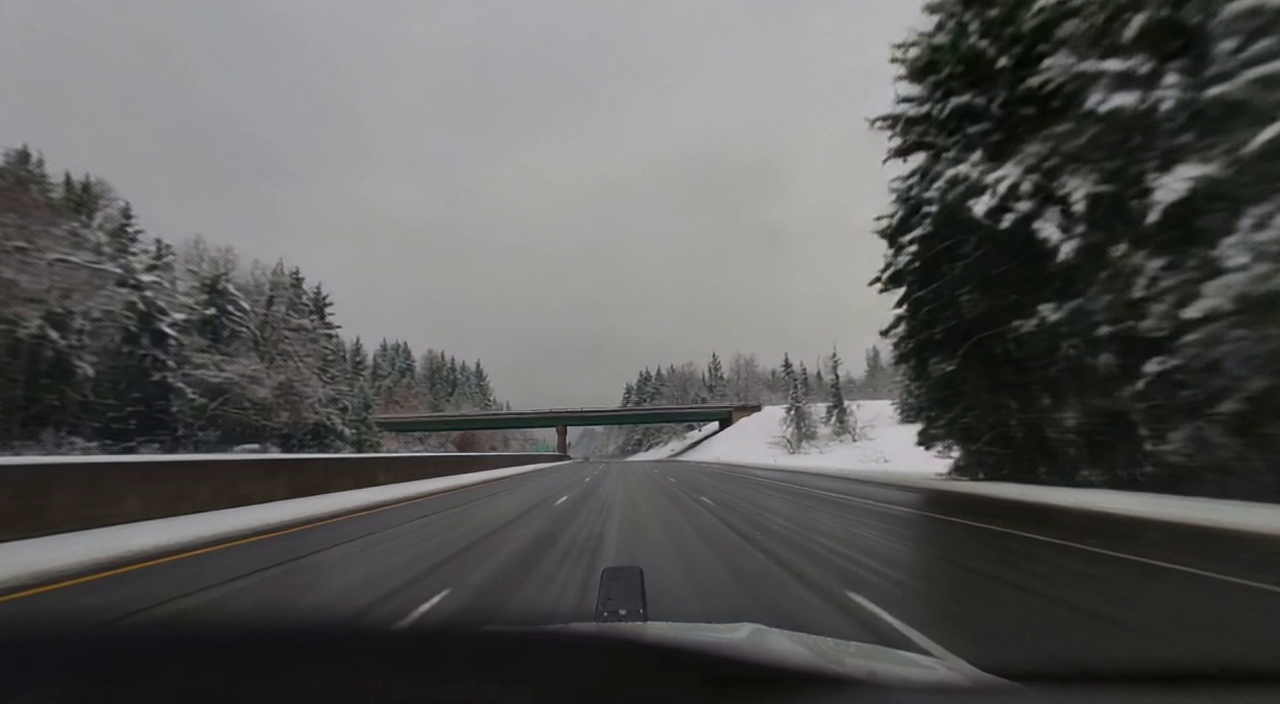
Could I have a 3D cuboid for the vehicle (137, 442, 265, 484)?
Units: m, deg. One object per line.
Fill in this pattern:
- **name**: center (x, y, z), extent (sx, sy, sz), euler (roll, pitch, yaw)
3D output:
- **vehicle**: center (-17.597, 4.470, 25.595), extent (1.954, 1.534, 4.568), euler (0, -9, -1)
